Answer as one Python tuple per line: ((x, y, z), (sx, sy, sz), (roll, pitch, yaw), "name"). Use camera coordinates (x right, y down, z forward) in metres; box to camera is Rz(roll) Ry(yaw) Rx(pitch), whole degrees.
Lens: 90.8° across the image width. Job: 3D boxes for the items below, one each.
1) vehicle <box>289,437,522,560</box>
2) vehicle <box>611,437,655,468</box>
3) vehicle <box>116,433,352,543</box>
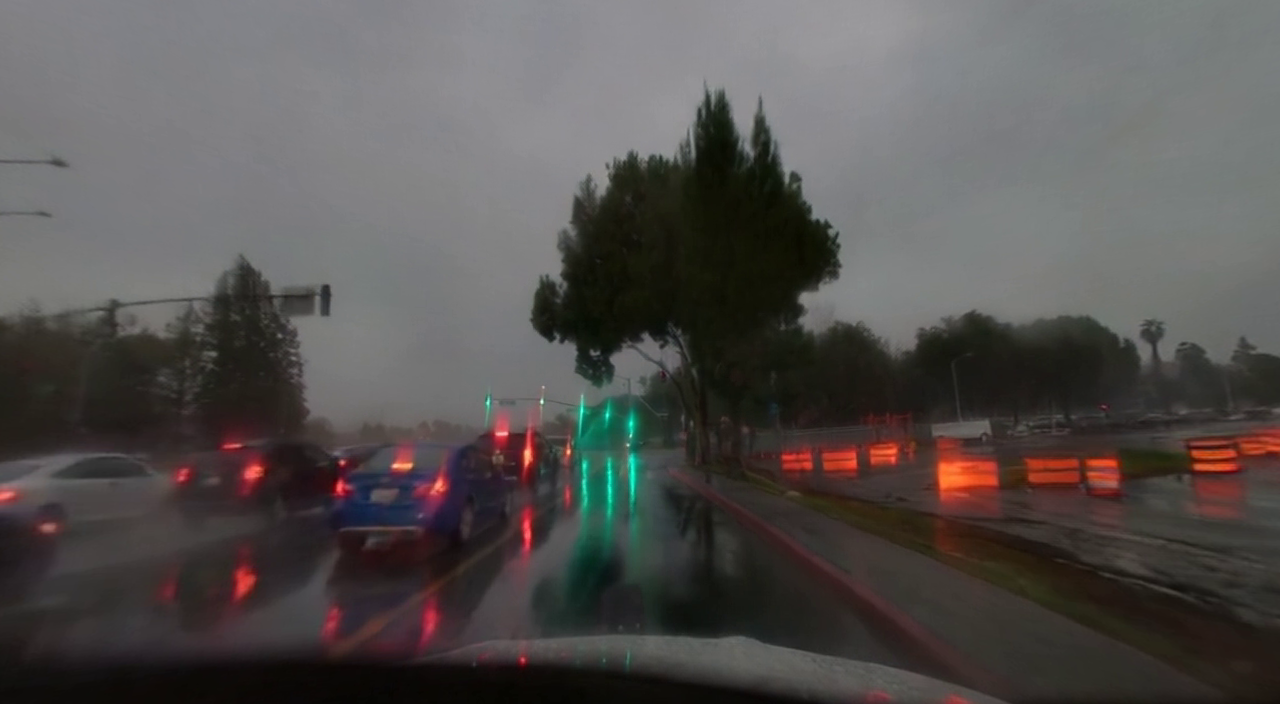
((-3.283, 2.118, 9.901), (2.042, 1.441, 4.172), (-1, -9, 0), "vehicle")
((-0.388, 5.330, 33.485), (2.183, 1.506, 4.286), (0, -9, -1), "vehicle")
((-7.919, 2.640, 12.967), (1.949, 1.697, 4.406), (-4, -9, 0), "vehicle")
